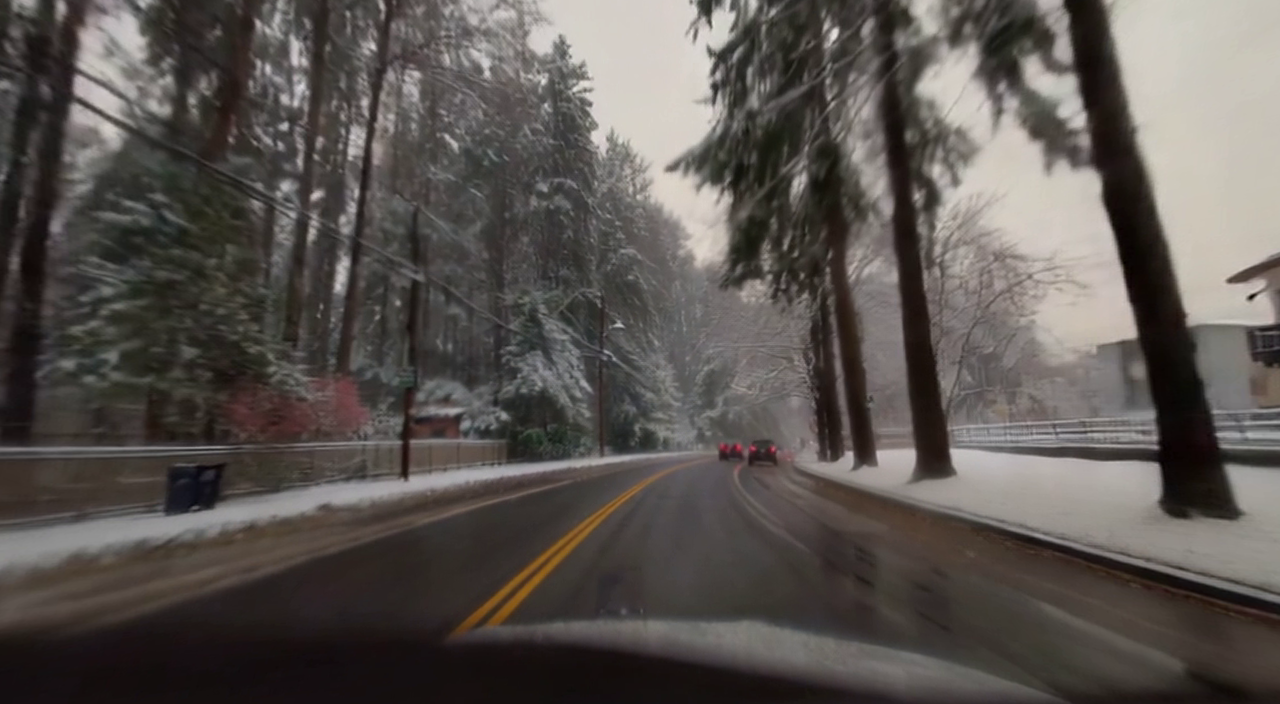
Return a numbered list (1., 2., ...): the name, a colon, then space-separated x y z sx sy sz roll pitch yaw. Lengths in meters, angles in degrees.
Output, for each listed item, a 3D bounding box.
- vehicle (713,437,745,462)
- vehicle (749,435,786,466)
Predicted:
1. vehicle: 6.980 7.557 48.906 2.158 1.852 4.485 -2 -8 12
2. vehicle: 7.905 6.126 39.175 2.069 1.791 4.422 -1 -8 10
